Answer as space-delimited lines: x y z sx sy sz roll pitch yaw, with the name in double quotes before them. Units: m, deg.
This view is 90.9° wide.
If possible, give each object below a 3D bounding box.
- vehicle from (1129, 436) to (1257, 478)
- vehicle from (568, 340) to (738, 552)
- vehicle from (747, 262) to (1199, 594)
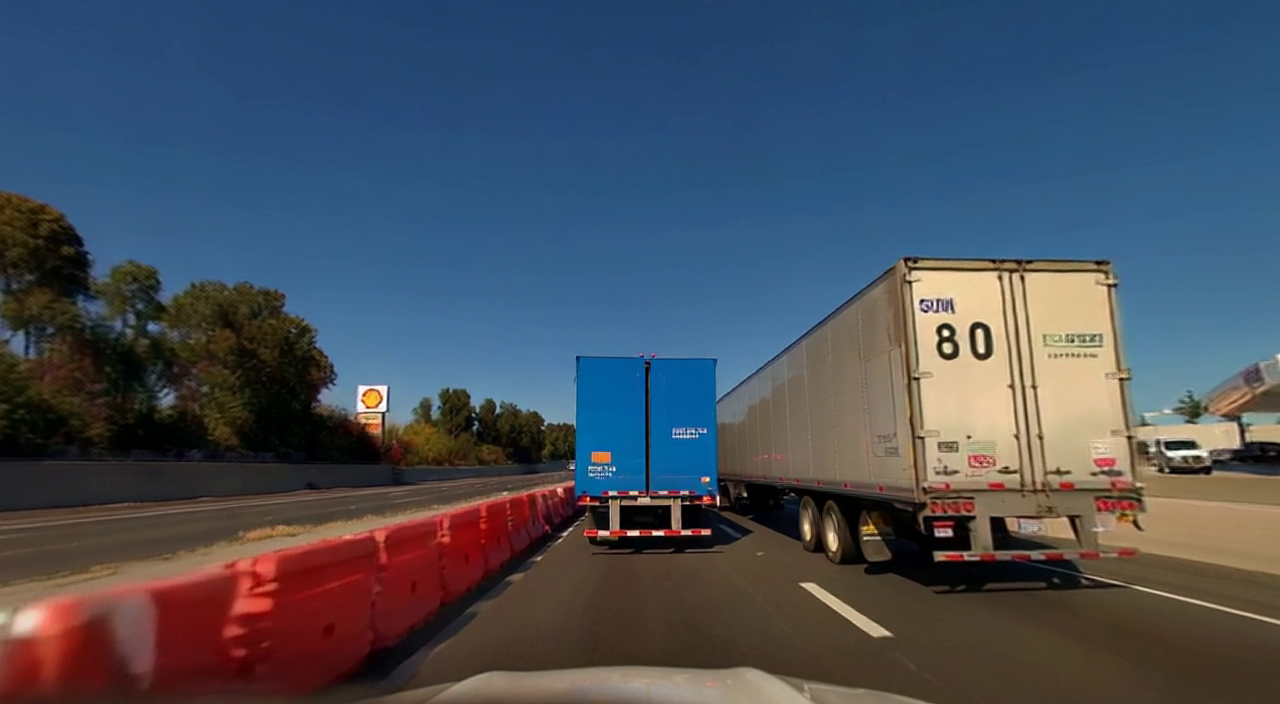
"vehicle" 24.804 4.771 28.483 1.919 1.722 4.024 1 -10 -3
"vehicle" 0.194 2.224 14.263 2.618 3.306 8.676 1 -10 0
"vehicle" 4.393 1.618 11.658 2.936 3.640 9.443 1 -10 -1
